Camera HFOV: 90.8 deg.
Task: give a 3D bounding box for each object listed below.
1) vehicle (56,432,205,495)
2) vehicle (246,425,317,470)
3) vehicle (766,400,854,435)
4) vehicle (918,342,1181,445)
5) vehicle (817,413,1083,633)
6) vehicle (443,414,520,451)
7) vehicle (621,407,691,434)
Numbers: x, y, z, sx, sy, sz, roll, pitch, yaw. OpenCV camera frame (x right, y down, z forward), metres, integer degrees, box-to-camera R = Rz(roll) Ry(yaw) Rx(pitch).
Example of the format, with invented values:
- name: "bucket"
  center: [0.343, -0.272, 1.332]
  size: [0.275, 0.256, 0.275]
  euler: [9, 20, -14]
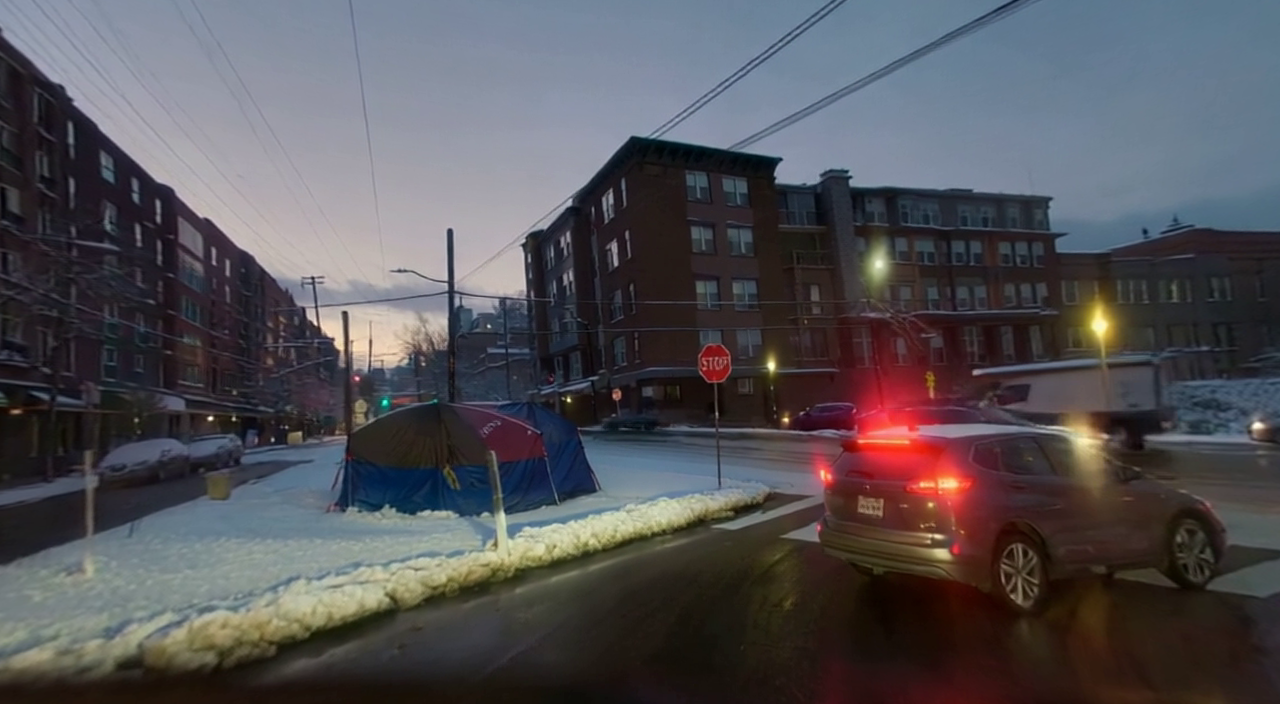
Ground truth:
- name: "vehicle"
  center: [-16.541, 3.607, 20.931]
  size: [2.054, 1.800, 5.212]
  euler: [2, -9, -18]
- name: "vehicle"
  center: [-15.189, 4.079, 27.008]
  size: [1.987, 1.686, 3.971]
  euler: [1, -8, -20]
- name: "vehicle"
  center: [9.214, 3.617, 34.472]
  size: [1.805, 1.694, 4.214]
  euler: [7, -11, -43]
- name: "vehicle"
  center: [14.056, 1.713, 22.213]
  size: [7.172, 3.075, 2.584]
  euler: [-8, -11, 43]
- name: "vehicle"
  center: [3.674, 1.625, 7.122]
  size: [1.945, 1.647, 4.160]
  euler: [-6, -10, 33]
- name: "vehicle"
  center: [-7.998, 4.071, 31.647]
  size: [1.870, 1.724, 4.320]
  euler: [7, -11, -42]
- name: "vehicle"
  center: [0.897, 4.236, 38.820]
  size: [1.790, 1.468, 4.422]
  euler: [7, -11, -40]
